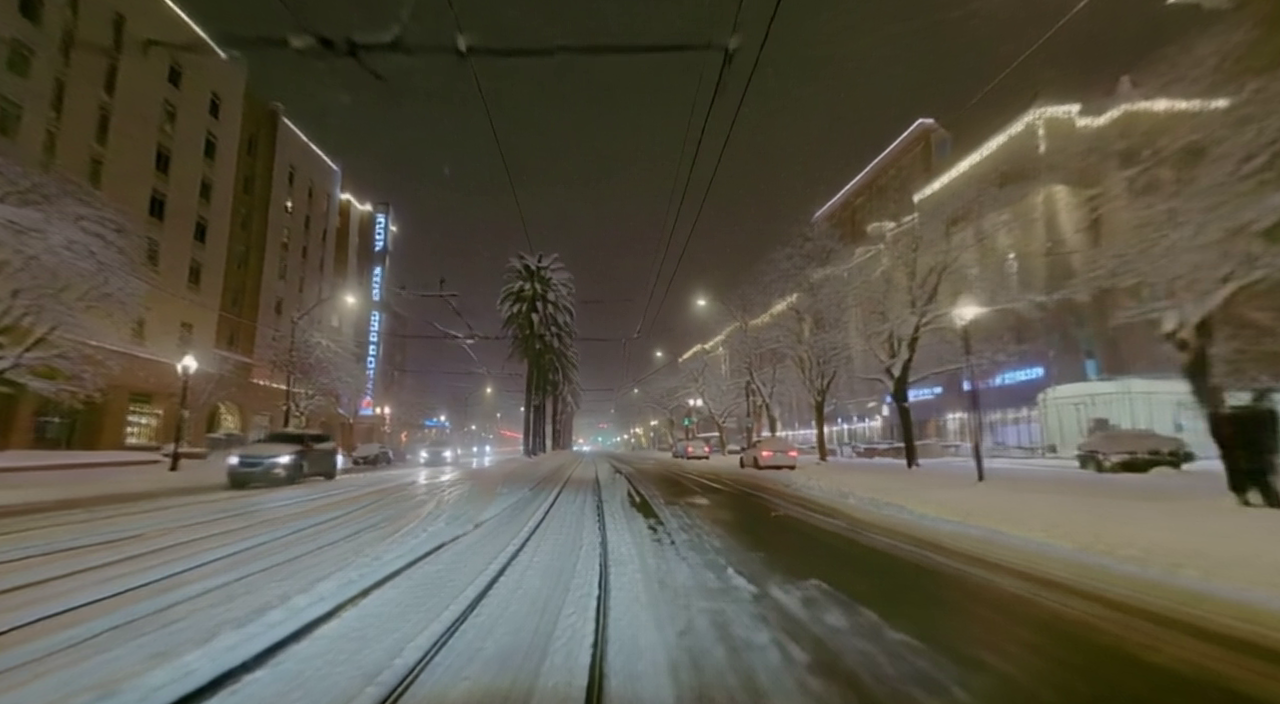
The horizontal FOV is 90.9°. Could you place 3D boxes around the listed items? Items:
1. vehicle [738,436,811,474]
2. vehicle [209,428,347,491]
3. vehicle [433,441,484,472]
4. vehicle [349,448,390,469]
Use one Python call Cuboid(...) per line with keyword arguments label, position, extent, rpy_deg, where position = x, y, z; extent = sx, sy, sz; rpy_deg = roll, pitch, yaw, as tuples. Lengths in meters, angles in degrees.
Cuboid(label="vehicle", position=(6.346, 4.922, 30.418), extent=(1.995, 1.677, 4.863), rpy_deg=(1, -8, -6))
Cuboid(label="vehicle", position=(-12.021, 3.591, 21.405), extent=(2.127, 1.892, 4.655), rpy_deg=(1, -8, -4))
Cuboid(label="vehicle", position=(-10.240, 5.911, 35.892), extent=(2.013, 1.590, 4.241), rpy_deg=(1, -8, -5))
Cuboid(label="vehicle", position=(-20.394, 8.023, 47.629), extent=(1.819, 1.450, 3.003), rpy_deg=(1, -8, -3))
